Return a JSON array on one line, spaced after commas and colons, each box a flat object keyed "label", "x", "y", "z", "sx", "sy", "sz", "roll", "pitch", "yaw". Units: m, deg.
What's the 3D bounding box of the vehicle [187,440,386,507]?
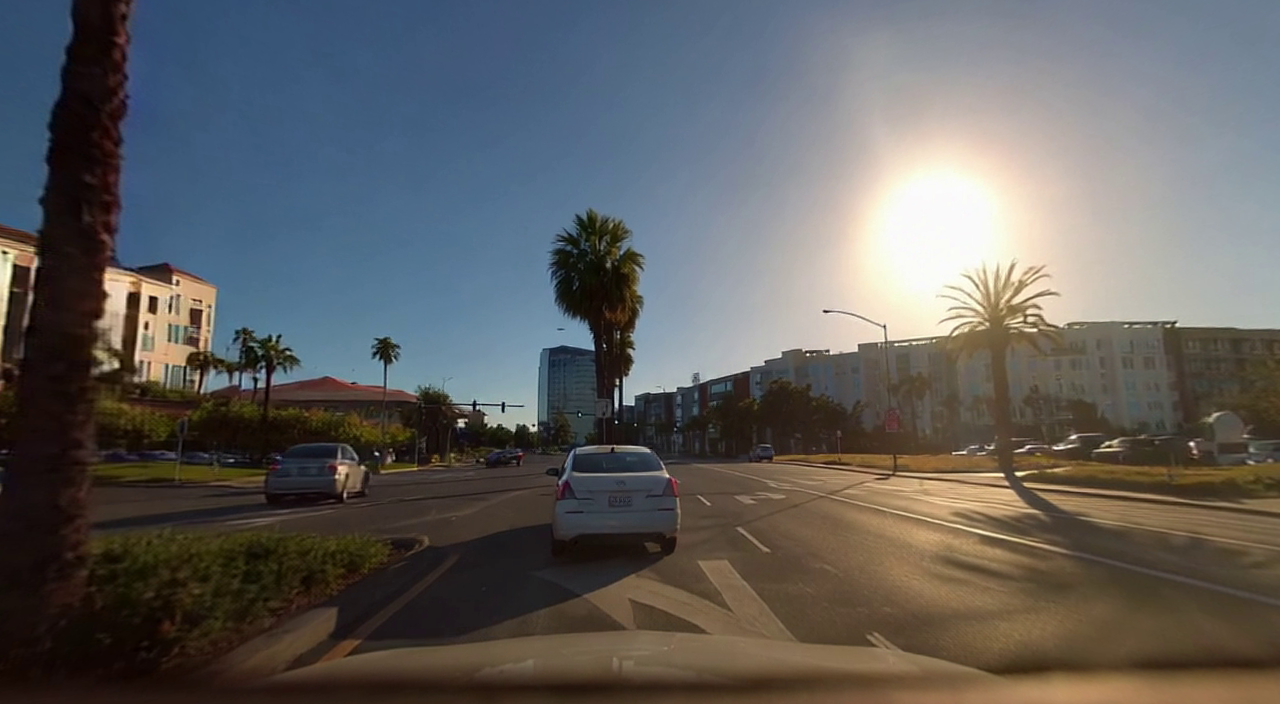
[{"label": "vehicle", "x": -9.327, "y": 3.154, "z": 16.767, "sx": 4.457, "sy": 1.552, "sz": 2.095, "roll": -3, "pitch": -9, "yaw": 19}]

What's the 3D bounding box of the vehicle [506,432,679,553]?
[{"label": "vehicle", "x": -1.015, "y": 2.090, "z": 10.217, "sx": 1.986, "sy": 1.473, "sz": 4.382, "roll": 2, "pitch": -9, "yaw": -15}]
